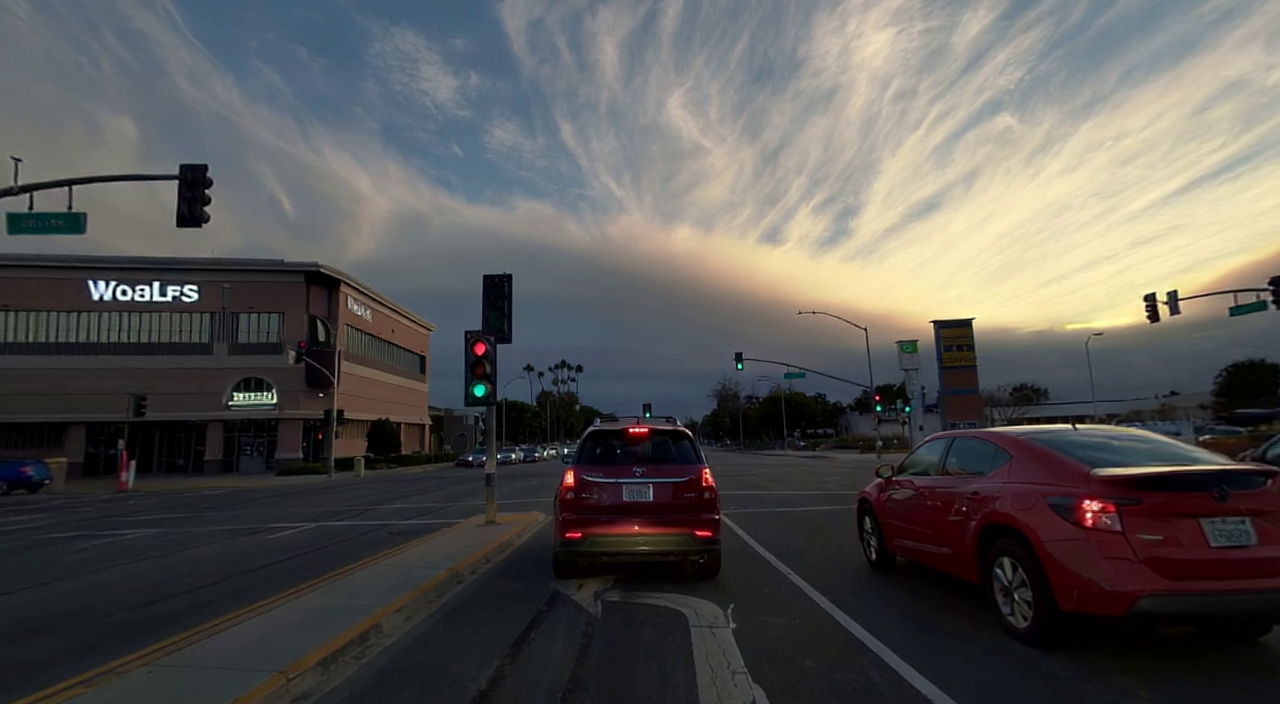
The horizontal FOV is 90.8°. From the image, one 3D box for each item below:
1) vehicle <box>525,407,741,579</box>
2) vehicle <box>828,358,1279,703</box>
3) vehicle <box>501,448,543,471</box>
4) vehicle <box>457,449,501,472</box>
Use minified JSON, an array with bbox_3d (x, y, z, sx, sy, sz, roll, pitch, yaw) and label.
[{"bbox_3d":[-0.116,1.795,8.859,2.238,1.762,4.445,0,-9,-1],"label":"vehicle"},{"bbox_3d":[3.208,1.186,5.004,2.040,1.674,4.455,0,-9,0],"label":"vehicle"},{"bbox_3d":[-8.517,7.793,45.978,2.163,1.529,4.210,0,-9,1],"label":"vehicle"},{"bbox_3d":[-11.808,7.979,46.672,2.005,1.596,4.342,-1,-9,1],"label":"vehicle"}]
